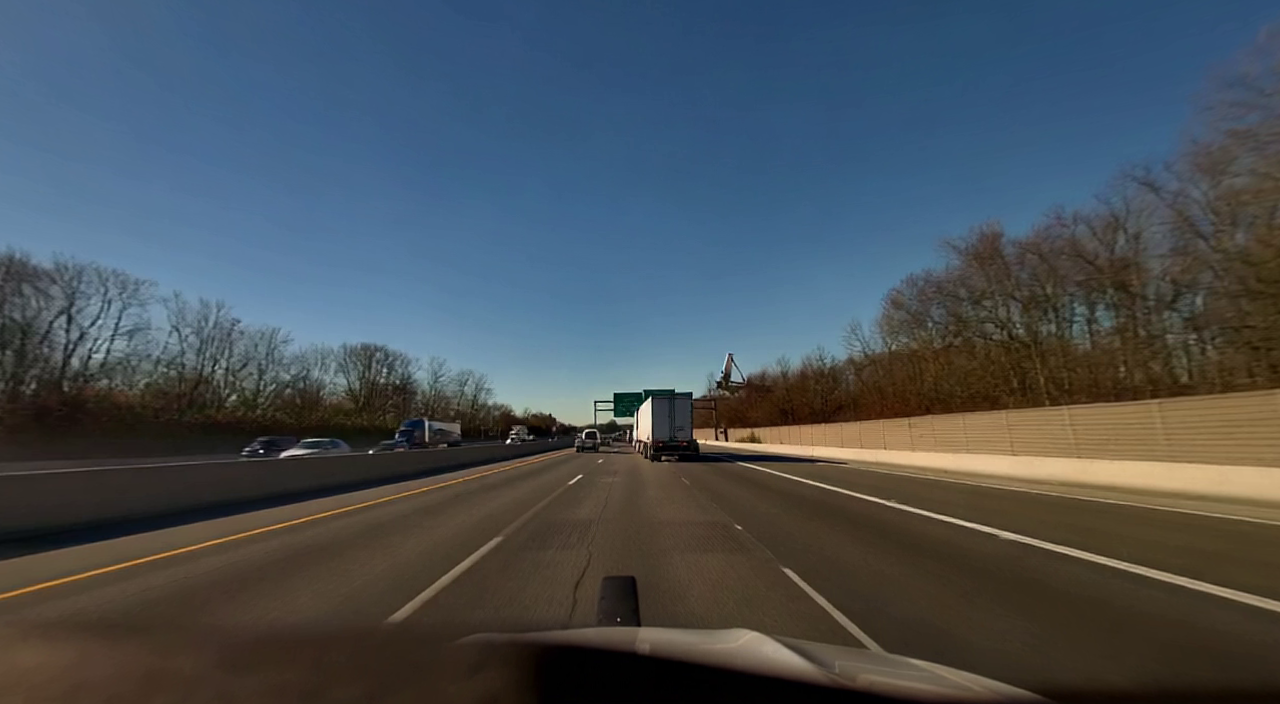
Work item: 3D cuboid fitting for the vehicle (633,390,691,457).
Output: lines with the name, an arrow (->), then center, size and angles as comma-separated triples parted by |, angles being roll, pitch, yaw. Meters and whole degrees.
vehicle -> 1.208, 5.431, 45.758 | 2.965, 3.972, 16.689 | 0, -8, -2

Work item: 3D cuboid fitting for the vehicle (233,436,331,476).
vehicle -> -18.813, 5.454, 33.427 | 2.106, 1.954, 5.200 | 0, -8, 0

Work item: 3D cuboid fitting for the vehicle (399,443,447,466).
vehicle -> -14.687, 6.937, 42.718 | 1.772, 1.463, 3.906 | 0, -8, 1
